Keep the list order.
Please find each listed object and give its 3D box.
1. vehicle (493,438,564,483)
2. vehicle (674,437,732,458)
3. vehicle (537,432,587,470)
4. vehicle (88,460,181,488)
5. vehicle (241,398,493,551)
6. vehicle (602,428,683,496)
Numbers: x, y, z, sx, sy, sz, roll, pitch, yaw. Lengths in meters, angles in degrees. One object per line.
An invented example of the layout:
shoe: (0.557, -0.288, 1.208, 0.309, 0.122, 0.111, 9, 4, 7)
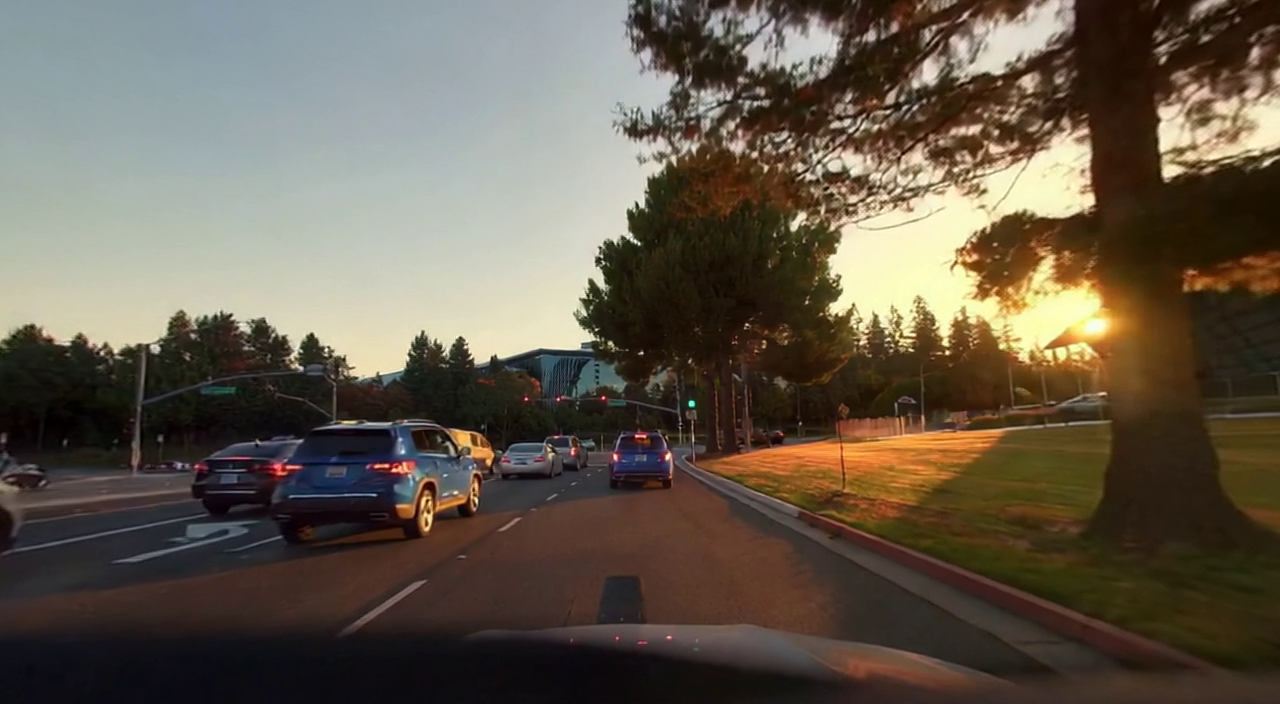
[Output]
vehicle: (-4.131, 4.093, 24.135, 1.942, 1.523, 4.212, 0, -8, 0)
vehicle: (4.873, 7.392, 48.913, 4.265, 1.498, 1.826, -2, -9, 11)
vehicle: (-3.944, 5.146, 32.864, 2.043, 1.813, 4.549, 0, -8, 0)
vehicle: (-31.277, 7.526, 39.301, 1.906, 1.478, 4.784, 0, -8, -2)
vehicle: (-4.097, 1.944, 10.725, 2.088, 1.947, 5.119, 0, -8, -1)
vehicle: (0.058, 3.104, 18.121, 2.055, 1.681, 4.270, 0, -8, 0)
